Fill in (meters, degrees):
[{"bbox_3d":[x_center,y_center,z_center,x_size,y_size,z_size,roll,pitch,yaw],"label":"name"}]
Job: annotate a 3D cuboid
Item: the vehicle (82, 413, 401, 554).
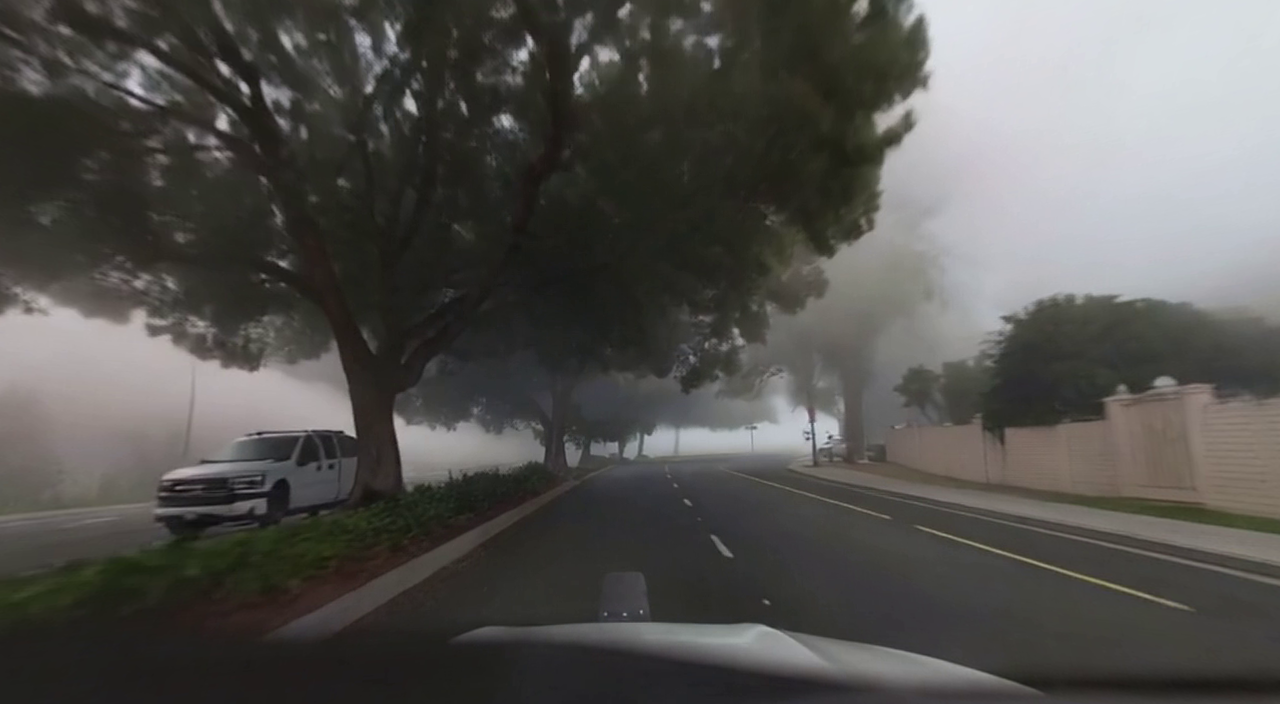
[{"bbox_3d":[-6.110,2.058,10.630,2.196,1.809,4.857,0,-8,0],"label":"vehicle"}]
